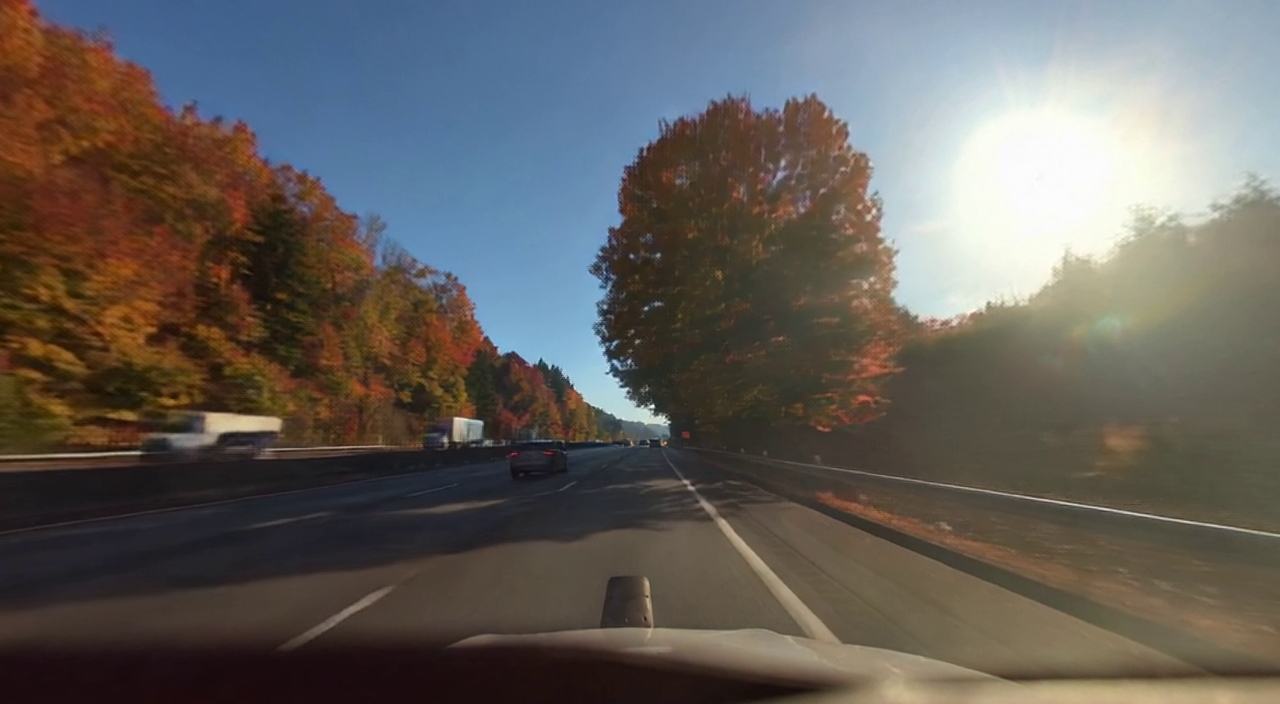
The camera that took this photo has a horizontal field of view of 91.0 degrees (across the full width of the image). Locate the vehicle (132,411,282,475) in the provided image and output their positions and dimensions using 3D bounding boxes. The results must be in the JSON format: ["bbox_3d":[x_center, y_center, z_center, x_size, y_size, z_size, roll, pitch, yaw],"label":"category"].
[{"bbox_3d":[-22.573,4.820,33.426,2.594,2.987,7.320,0,-8,1],"label":"vehicle"}]

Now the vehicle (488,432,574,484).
[{"bbox_3d":[-3.757,3.750,22.536,2.123,1.643,4.479,0,-8,2],"label":"vehicle"}]
